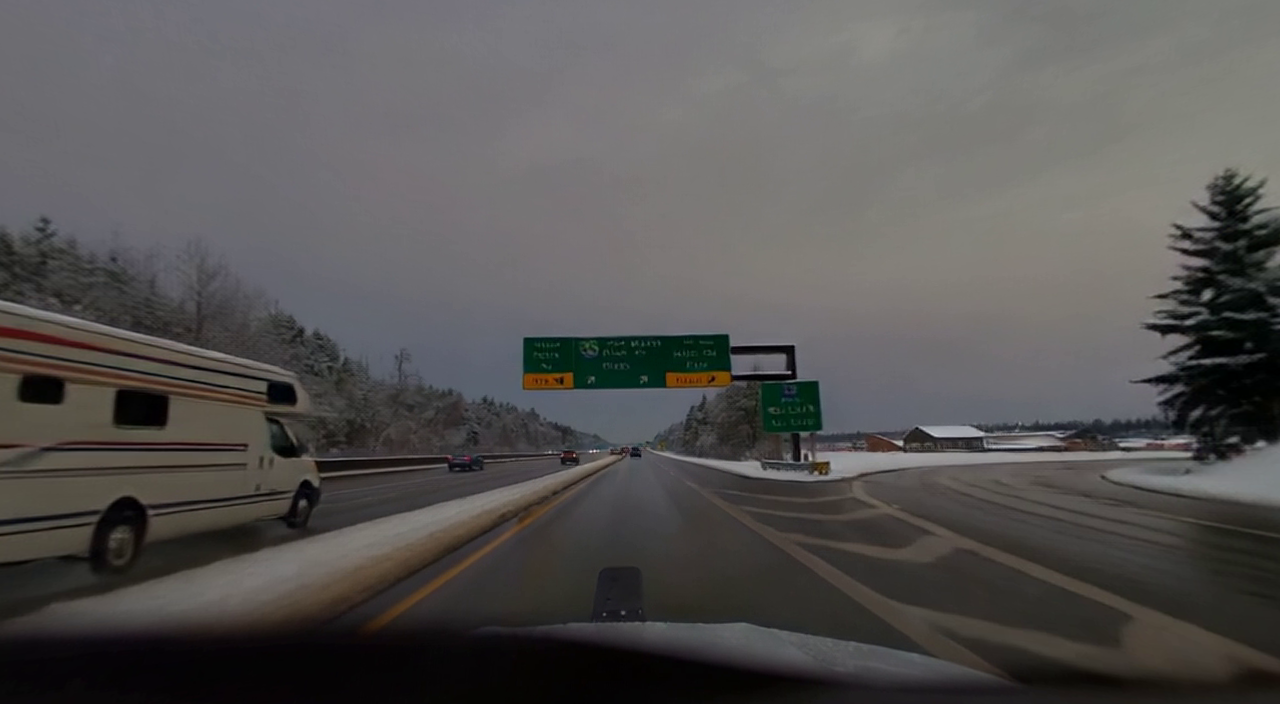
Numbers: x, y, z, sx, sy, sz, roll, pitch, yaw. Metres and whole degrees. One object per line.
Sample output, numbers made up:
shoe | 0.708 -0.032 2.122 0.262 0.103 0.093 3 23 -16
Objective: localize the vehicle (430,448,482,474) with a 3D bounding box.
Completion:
vehicle | -11.383 6.745 39.317 1.981 1.503 4.207 0 -8 1

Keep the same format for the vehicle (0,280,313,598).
vehicle | -7.318 1.062 7.536 2.747 2.934 7.411 0 -8 0

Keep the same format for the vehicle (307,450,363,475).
vehicle | -19.286 6.977 40.044 1.796 1.472 3.528 0 -8 0
